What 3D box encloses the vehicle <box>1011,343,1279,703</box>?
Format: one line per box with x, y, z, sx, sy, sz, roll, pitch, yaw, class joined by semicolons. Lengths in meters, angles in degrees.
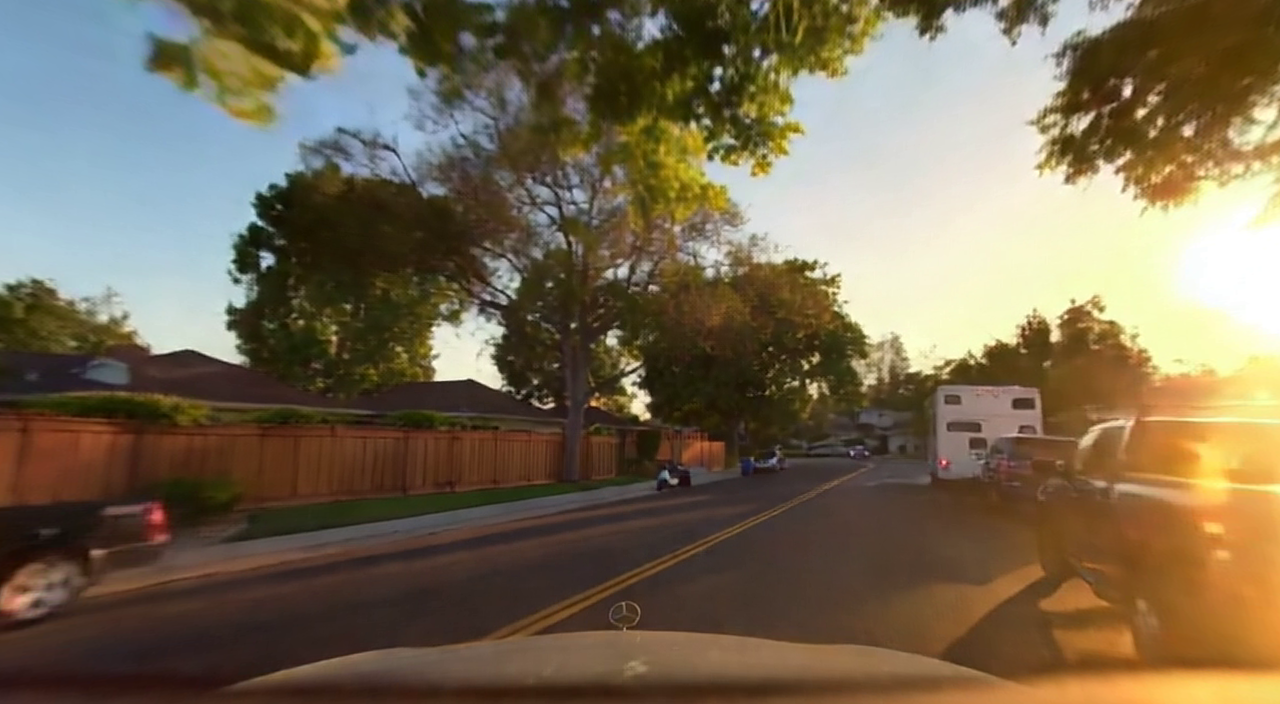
4.504;1.140;4.790;2.182;1.785;5.726;-2;-7;24;vehicle

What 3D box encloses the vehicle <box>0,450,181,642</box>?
-6.370;1.487;4.467;1.816;1.489;4.653;-3;-9;23;vehicle
